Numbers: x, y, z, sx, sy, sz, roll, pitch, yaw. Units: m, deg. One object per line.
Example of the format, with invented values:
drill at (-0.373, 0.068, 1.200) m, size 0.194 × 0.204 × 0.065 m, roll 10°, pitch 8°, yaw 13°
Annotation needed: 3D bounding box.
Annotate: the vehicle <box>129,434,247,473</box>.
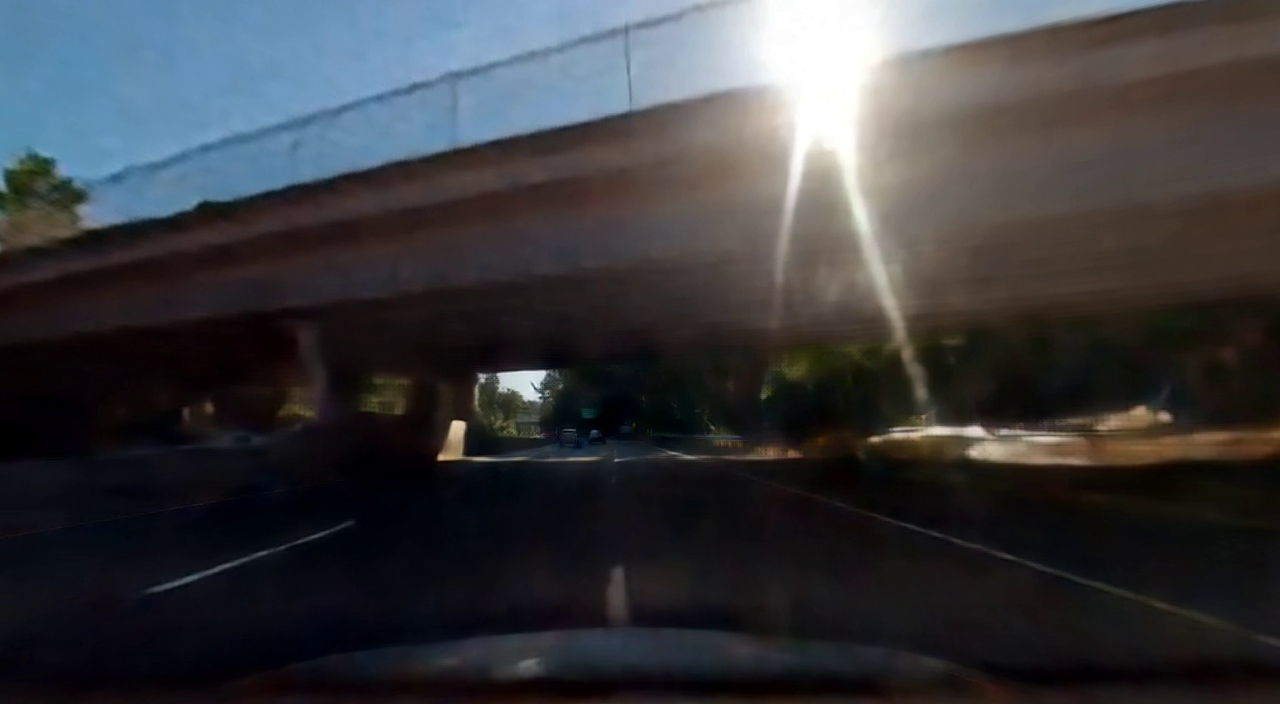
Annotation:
vehicle at (-19.844, 4.442, 27.886) m, size 2.088 × 1.608 × 4.352 m, roll 1°, pitch -8°, yaw -3°
